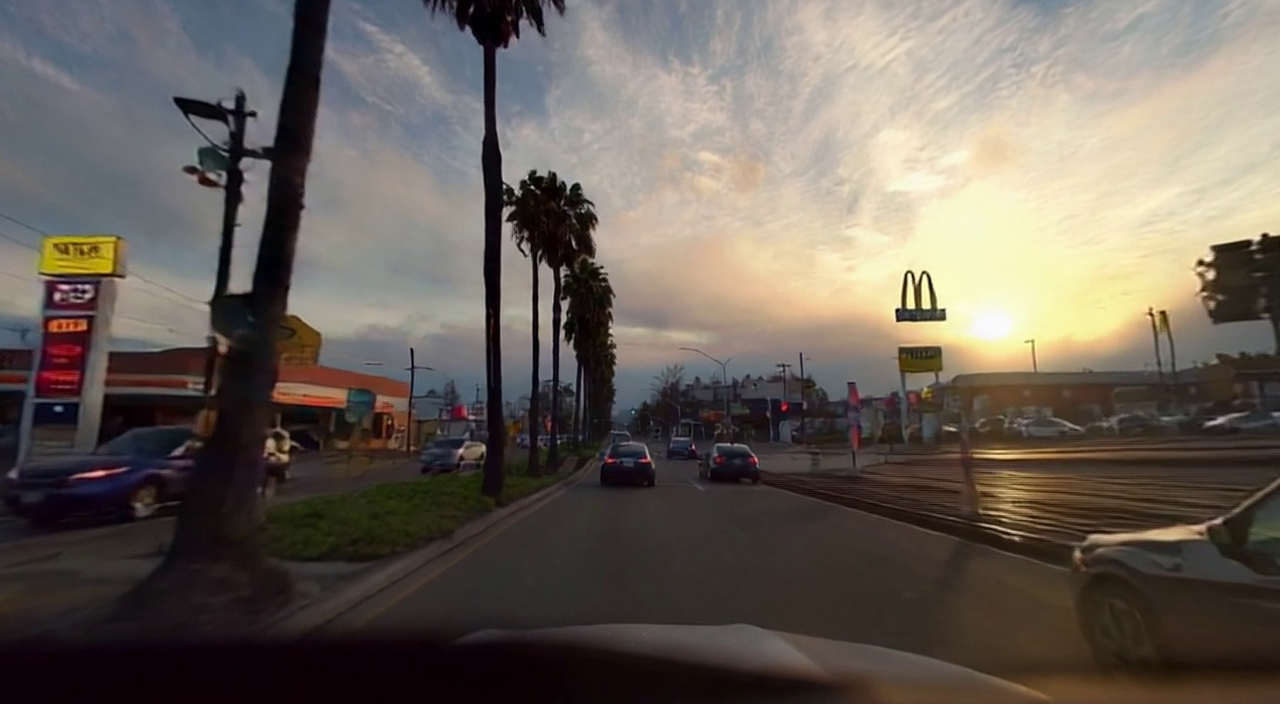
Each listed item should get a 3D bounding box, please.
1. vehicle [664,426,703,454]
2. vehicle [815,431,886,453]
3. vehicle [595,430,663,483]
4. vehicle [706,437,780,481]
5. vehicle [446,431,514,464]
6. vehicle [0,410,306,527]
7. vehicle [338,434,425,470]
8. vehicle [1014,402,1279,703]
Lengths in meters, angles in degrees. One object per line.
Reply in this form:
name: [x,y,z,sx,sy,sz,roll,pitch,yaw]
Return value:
vehicle: [2.966,6.235,44.660,2.299,1.803,5.434,0,-8,-1]
vehicle: [14.627,6.285,44.048,4.293,1.438,1.773,0,-8,0]
vehicle: [-0.458,3.394,20.855,2.021,1.550,4.090,0,-8,-4]
vehicle: [3.633,3.847,23.020,1.889,1.448,4.262,0,-8,-1]
vehicle: [-7.873,4.747,31.566,2.052,1.483,4.751,0,-8,1]
vehicle: [-8.772,2.092,11.957,1.980,1.719,4.963,-1,-8,3]
vehicle: [-11.445,4.464,28.356,1.865,1.472,4.532,0,-8,1]
vehicle: [3.535,0.881,2.084,1.987,1.474,4.198,0,-8,-1]
